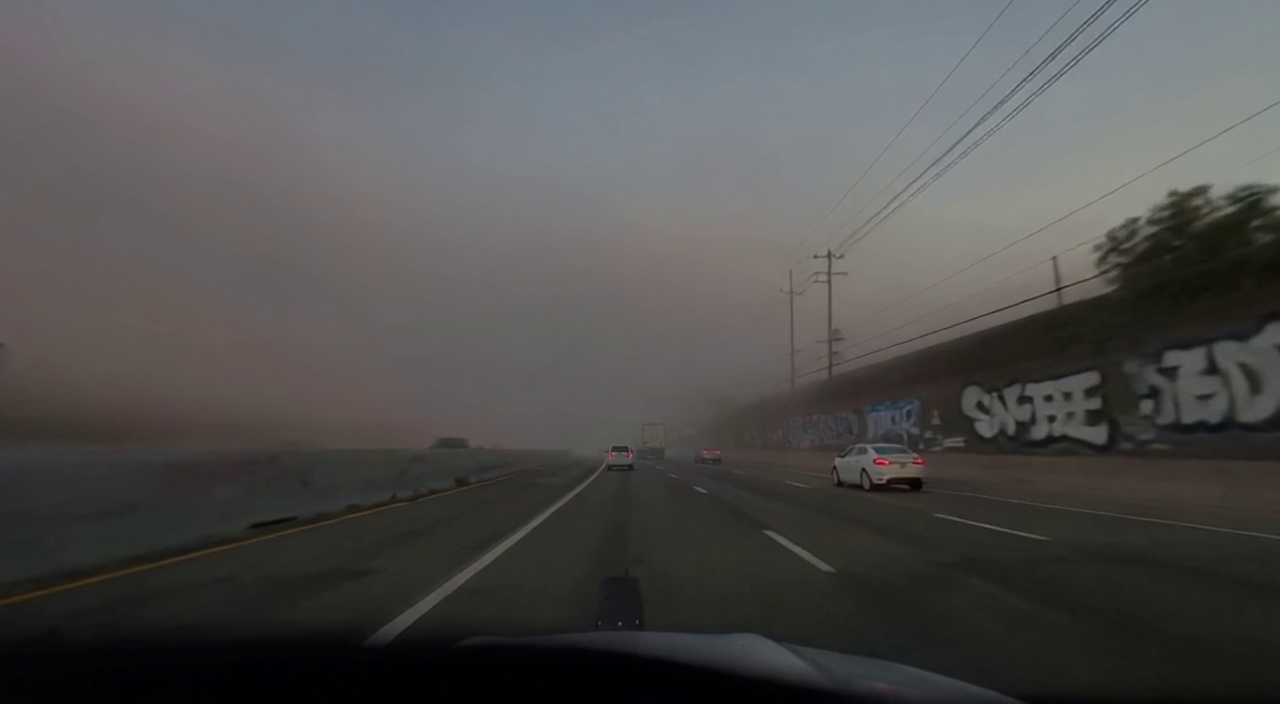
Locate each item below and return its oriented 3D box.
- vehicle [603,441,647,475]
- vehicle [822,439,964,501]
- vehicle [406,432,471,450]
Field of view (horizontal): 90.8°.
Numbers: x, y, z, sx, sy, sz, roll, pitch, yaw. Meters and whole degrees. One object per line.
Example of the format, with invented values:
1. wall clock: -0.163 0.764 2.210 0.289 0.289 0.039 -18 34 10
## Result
1. vehicle: -0.803 5.560 33.284 2.191 1.685 3.353 0 -9 -1
2. vehicle: 7.004 3.300 18.143 2.032 1.525 4.631 0 -9 -1
3. vehicle: -10.113 4.535 31.989 1.953 0.845 4.123 0 -9 0
